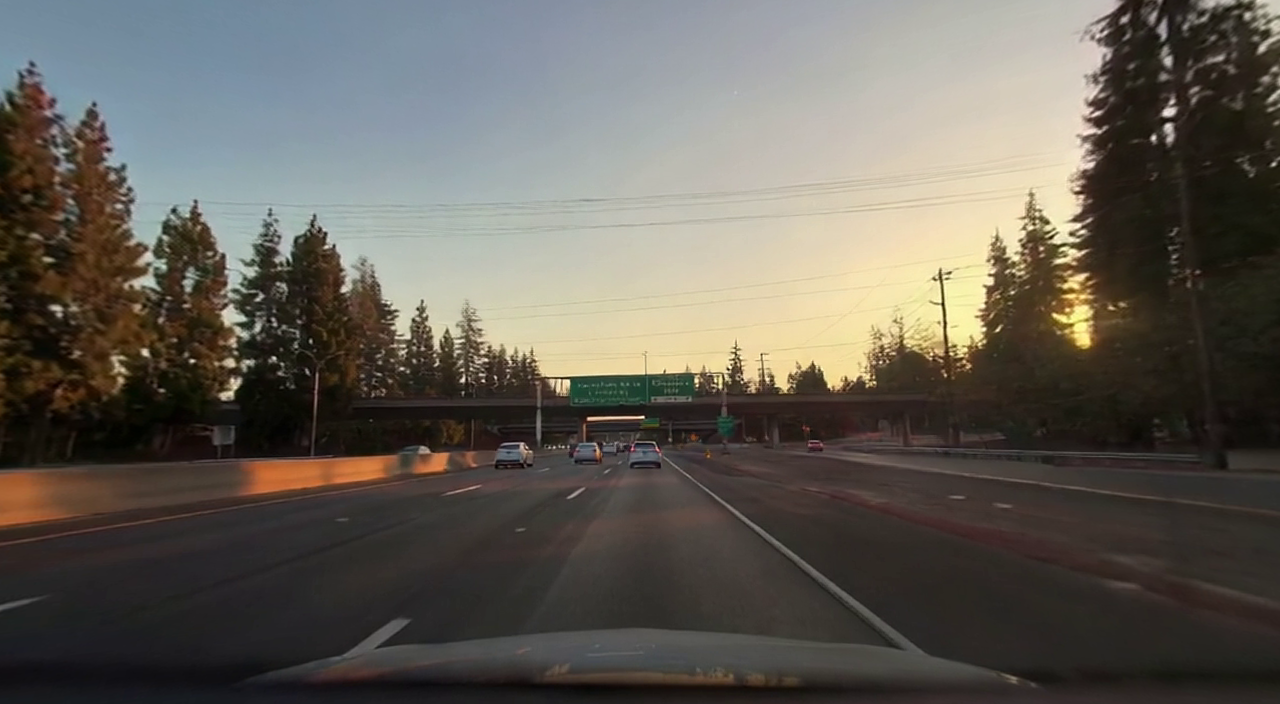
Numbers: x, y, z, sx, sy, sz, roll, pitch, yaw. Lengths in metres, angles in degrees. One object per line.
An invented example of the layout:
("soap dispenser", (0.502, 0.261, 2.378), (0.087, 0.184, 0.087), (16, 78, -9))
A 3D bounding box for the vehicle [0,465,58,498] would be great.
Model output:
("vehicle", (-36.467, 7.623, 37.361), (1.916, 1.664, 4.530), (5, -10, -31))

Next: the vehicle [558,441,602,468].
("vehicle", (-3.415, 5.957, 36.895), (2.056, 1.464, 4.564), (0, -8, 1))

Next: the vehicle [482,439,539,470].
("vehicle", (-7.307, 5.831, 36.105), (2.139, 1.653, 4.614), (0, -8, 2))

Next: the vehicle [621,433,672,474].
("vehicle", (0.285, 4.627, 28.905), (2.152, 1.697, 4.066), (0, -8, 0))
